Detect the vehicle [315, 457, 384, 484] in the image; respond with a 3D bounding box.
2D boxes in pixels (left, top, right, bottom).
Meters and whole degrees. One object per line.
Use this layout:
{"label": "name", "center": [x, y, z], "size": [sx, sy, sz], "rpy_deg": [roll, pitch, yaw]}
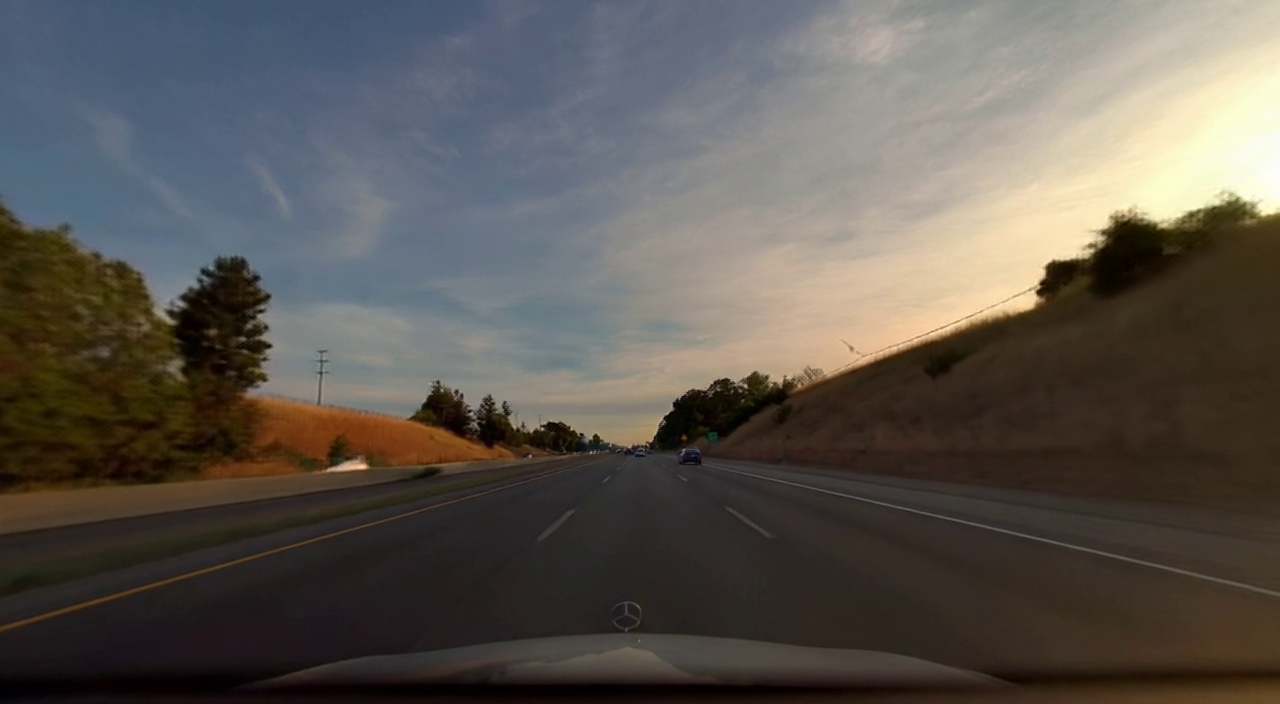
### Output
{"label": "vehicle", "center": [-16.518, 6.720, 36.124], "size": [1.926, 1.385, 4.054], "rpy_deg": [0, -9, 1]}
